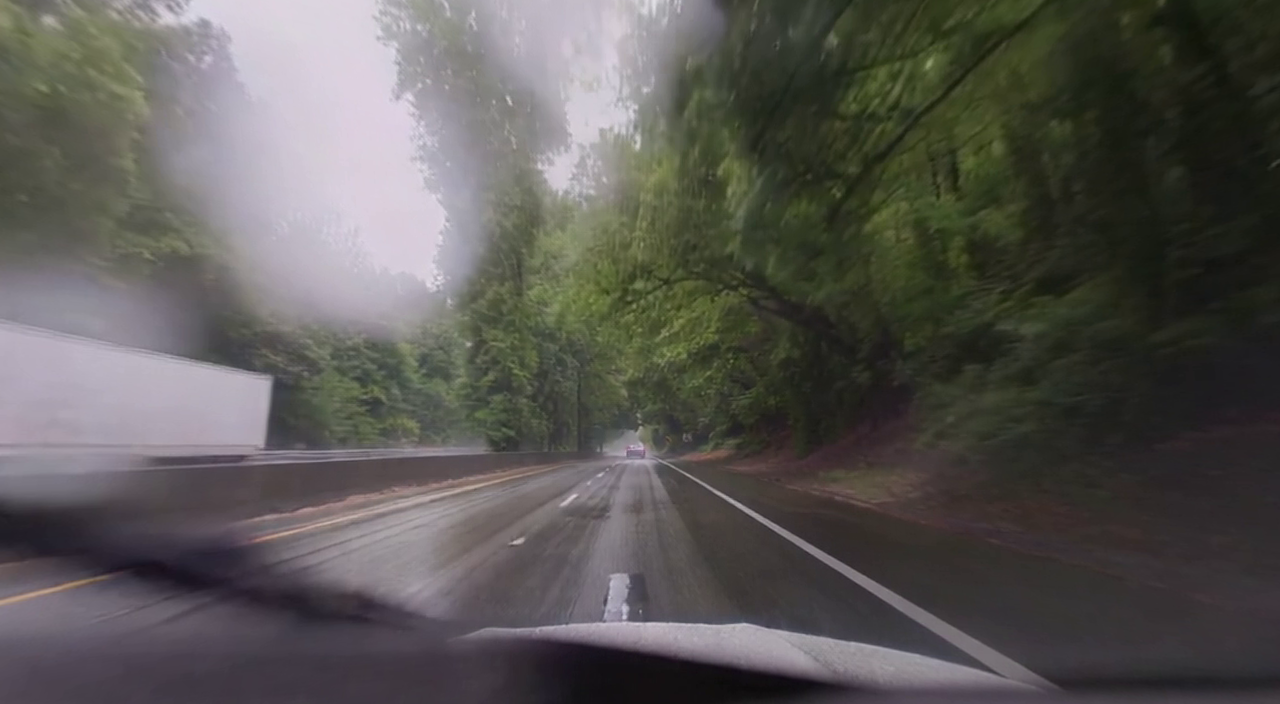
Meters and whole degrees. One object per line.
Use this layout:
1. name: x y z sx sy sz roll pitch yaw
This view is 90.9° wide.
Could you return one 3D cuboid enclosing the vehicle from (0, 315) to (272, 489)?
1. vehicle: -16.646 1.757 18.562 2.924 4.069 14.387 0 -9 0
